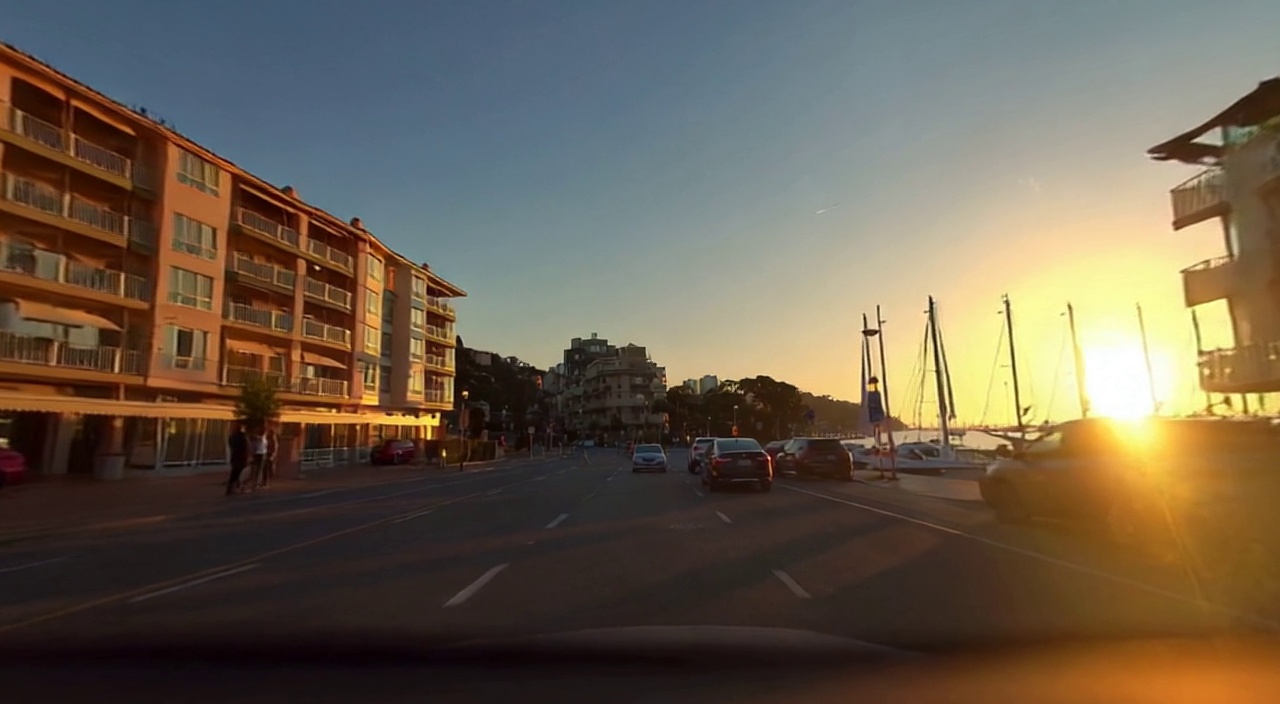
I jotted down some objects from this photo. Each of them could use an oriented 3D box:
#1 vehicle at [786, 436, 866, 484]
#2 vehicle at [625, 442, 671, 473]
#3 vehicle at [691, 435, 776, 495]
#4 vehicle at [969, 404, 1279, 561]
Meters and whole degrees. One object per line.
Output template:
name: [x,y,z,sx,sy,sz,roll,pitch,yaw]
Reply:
vehicle: [7.849,4.600,27.140,1.969,1.852,4.513,0,-9,-1]
vehicle: [0.438,5.536,33.315,2.284,1.496,3.949,0,-9,1]
vehicle: [2.775,3.456,19.665,2.047,1.640,4.051,0,-9,0]
vehicle: [7.800,1.973,10.289,2.056,1.896,5.062,0,-9,-1]
